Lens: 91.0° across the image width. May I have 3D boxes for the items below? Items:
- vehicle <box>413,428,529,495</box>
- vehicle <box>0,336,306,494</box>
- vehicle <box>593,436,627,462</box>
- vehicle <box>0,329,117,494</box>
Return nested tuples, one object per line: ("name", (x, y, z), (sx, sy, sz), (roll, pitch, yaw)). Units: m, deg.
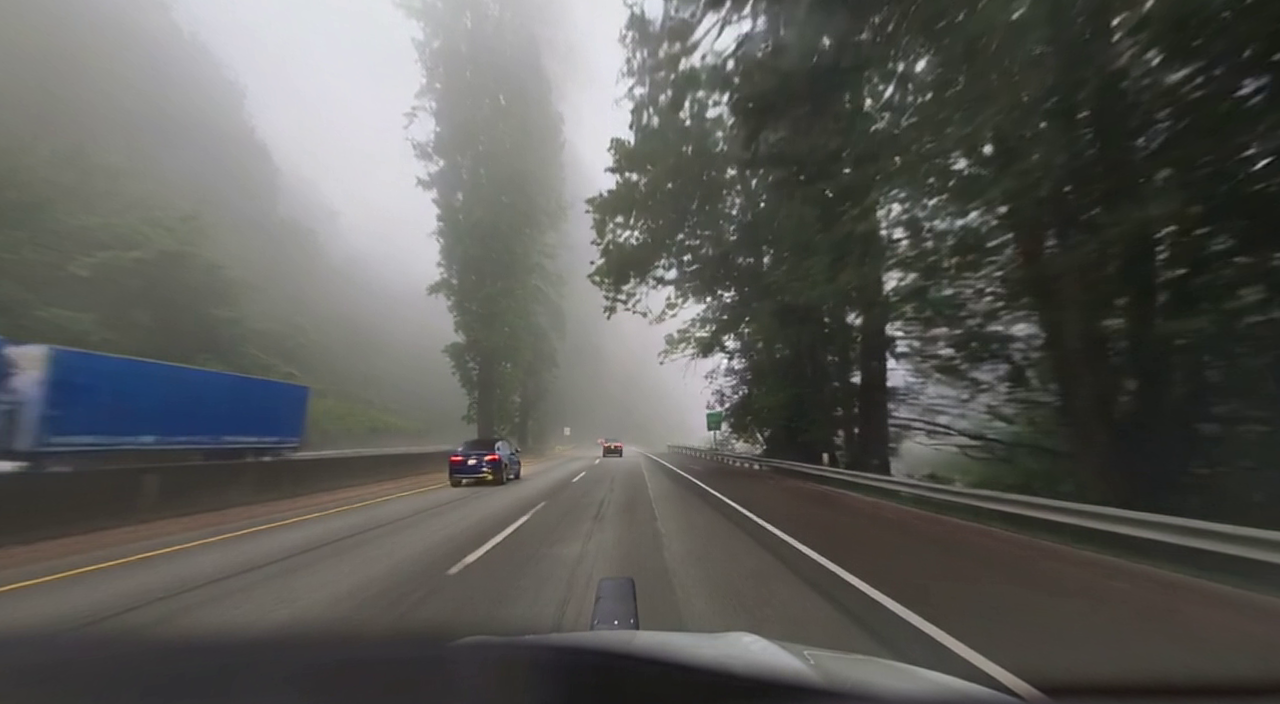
("vehicle", (-4.626, 3.056, 18.009), (2.111, 1.645, 4.382), (0, -8, 0))
("vehicle", (-17.206, 2.544, 22.930), (2.887, 4.067, 13.460), (0, -8, -1))
("vehicle", (-2.012, 6.696, 43.622), (2.159, 1.670, 4.395), (0, -8, -1))
("vehicle", (-17.057, 1.488, 15.518), (3.020, 3.957, 5.954), (0, -8, -1))
